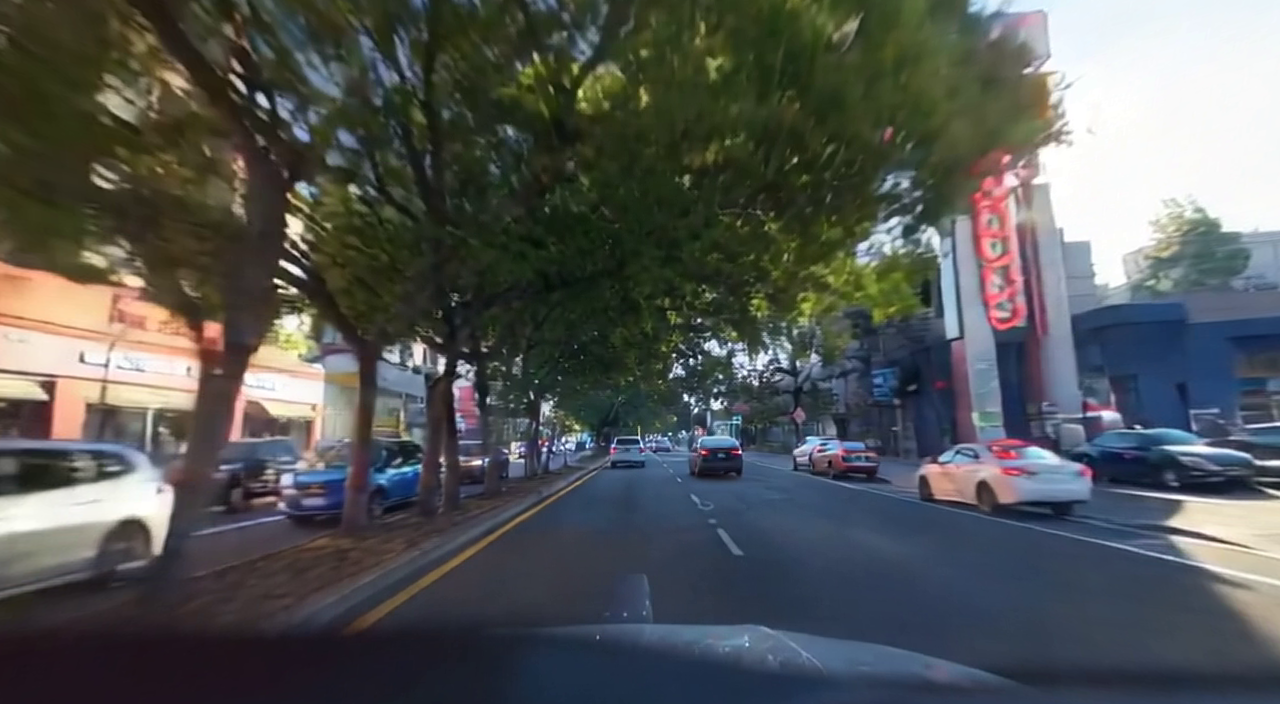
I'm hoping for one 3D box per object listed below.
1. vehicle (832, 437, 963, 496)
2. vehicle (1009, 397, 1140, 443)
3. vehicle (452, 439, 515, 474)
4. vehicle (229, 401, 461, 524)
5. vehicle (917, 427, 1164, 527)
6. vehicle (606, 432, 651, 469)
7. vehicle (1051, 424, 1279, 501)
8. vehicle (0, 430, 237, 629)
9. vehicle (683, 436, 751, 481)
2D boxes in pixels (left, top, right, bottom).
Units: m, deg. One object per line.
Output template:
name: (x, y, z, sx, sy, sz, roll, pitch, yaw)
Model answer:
vehicle: (7.326, 3.269, 18.547, 1.831, 1.475, 4.924, -1, -8, 1)
vehicle: (15.819, 2.588, 23.292, 1.793, 1.505, 4.557, -1, -8, 4)
vehicle: (-8.336, 5.588, 33.981, 2.097, 1.707, 4.506, 0, -8, 1)
vehicle: (-5.547, 2.124, 12.869, 2.240, 1.945, 5.114, -1, -7, 0)
vehicle: (7.508, 2.349, 12.539, 1.914, 1.587, 4.548, 0, -8, 0)
vehicle: (-0.545, 5.322, 34.104, 2.301, 1.837, 4.411, 0, -8, 1)
vehicle: (12.332, 2.540, 15.040, 2.058, 1.493, 4.612, -2, -8, 3)
vehicle: (-5.713, 1.374, 5.087, 1.835, 1.476, 4.533, 1, -8, 1)
vehicle: (2.761, 3.923, 23.503, 2.046, 1.540, 3.883, 0, -8, 0)
